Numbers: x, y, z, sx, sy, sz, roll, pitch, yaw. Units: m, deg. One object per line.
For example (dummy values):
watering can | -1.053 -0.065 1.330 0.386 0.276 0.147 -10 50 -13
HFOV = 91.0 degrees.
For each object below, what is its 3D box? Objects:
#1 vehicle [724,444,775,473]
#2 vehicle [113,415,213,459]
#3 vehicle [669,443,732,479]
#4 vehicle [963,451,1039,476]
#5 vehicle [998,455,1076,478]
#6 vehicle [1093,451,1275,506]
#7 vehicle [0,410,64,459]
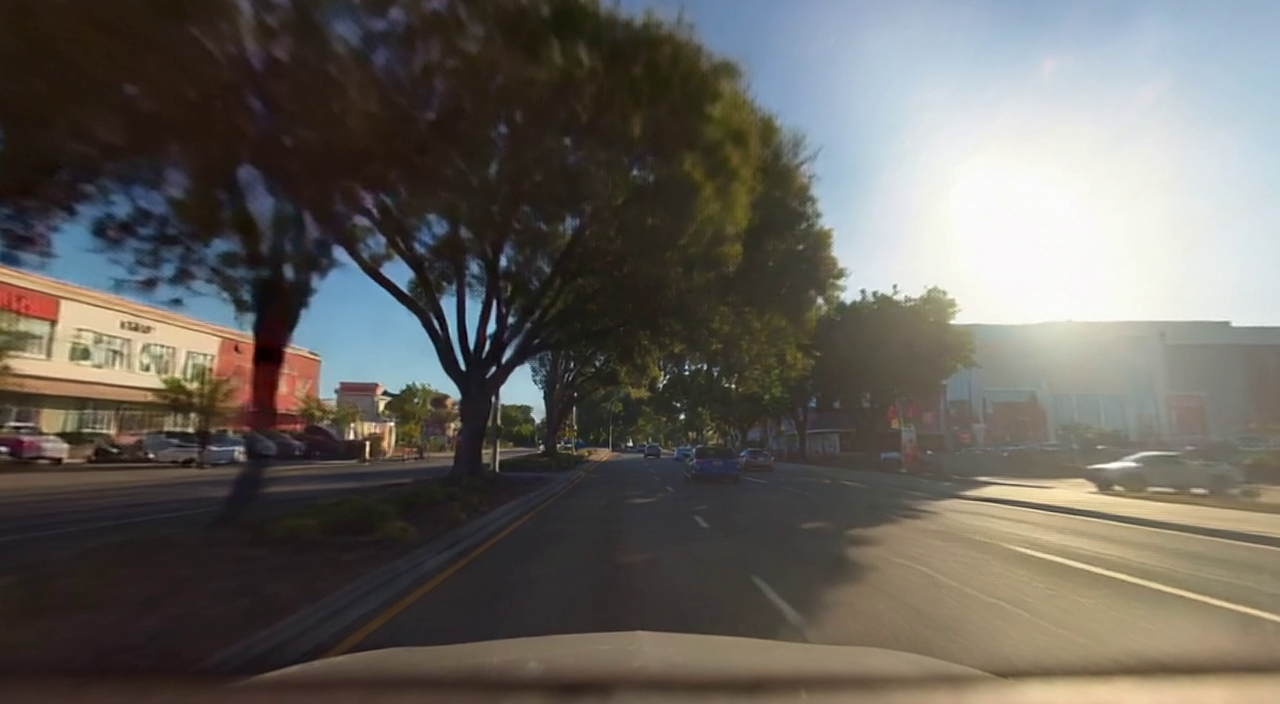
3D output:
vehicle | 6.068 5.914 35.237 1.886 1.528 4.169 1 -8 -3
vehicle | -34.369 6.238 45.739 2.858 2.981 6.850 2 -9 -11
vehicle | 2.631 4.899 28.580 2.256 1.451 4.313 1 -8 -3
vehicle | 26.319 8.122 45.909 4.586 1.665 1.968 2 -9 -11
vehicle | 26.955 7.752 42.727 4.390 1.474 1.851 2 -9 -13
vehicle | 16.822 3.865 19.537 4.486 1.532 1.939 3 -9 -14
vehicle | -43.671 5.652 43.490 2.718 3.175 6.649 4 -9 -16
